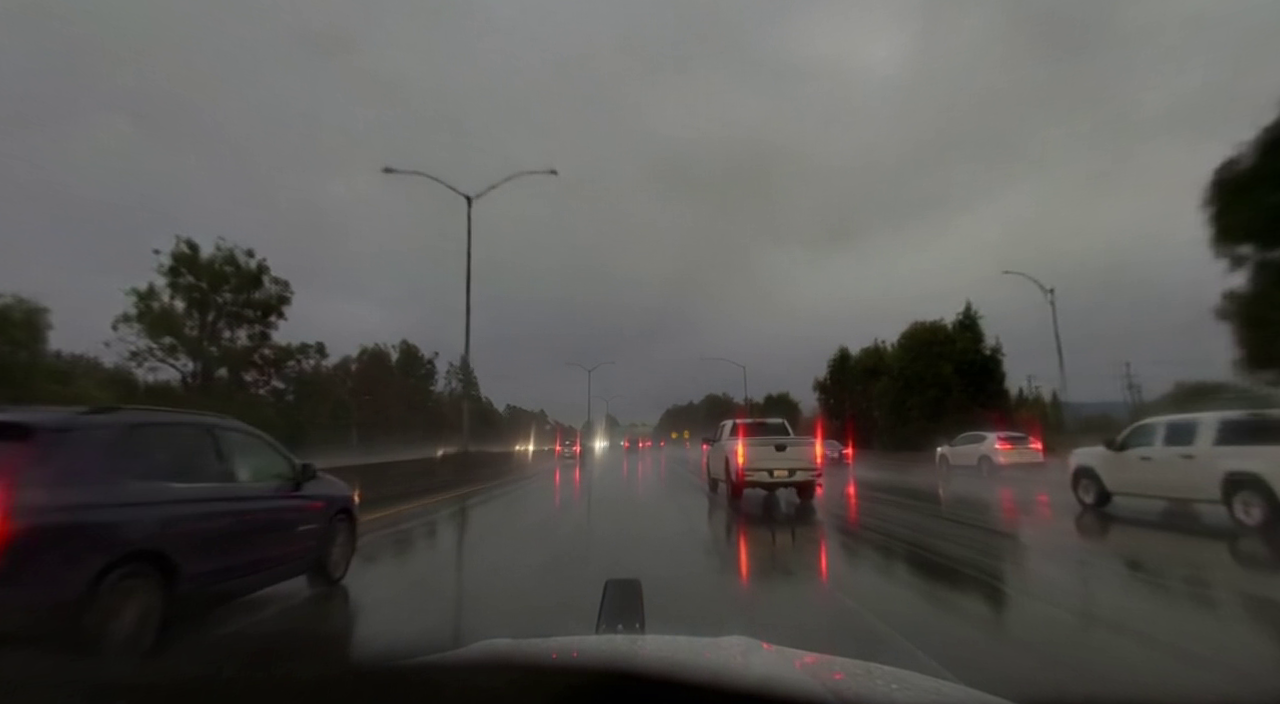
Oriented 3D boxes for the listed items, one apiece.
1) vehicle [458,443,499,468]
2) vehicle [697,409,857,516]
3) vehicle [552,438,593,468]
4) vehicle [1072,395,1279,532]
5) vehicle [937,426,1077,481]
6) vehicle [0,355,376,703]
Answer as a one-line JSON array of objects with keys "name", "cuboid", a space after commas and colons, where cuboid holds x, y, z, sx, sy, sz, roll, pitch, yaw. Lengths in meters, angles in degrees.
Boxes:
[{"name": "vehicle", "cuboid": [-9.133, 5.877, 36.002, 1.426, 1.346, 3.208, 0, -8, 1]}, {"name": "vehicle", "cuboid": [2.685, 2.374, 14.055, 2.200, 1.870, 5.649, 0, -8, -1]}, {"name": "vehicle", "cuboid": [-3.932, 5.993, 37.664, 1.992, 1.651, 4.185, 0, -8, 0]}, {"name": "vehicle", "cuboid": [9.876, 1.764, 10.221, 2.046, 1.873, 5.131, 0, -8, -1]}, {"name": "vehicle", "cuboid": [13.162, 3.678, 23.116, 2.076, 1.799, 4.871, 0, -8, -1]}, {"name": "vehicle", "cuboid": [-3.576, 1.041, 3.771, 2.119, 1.654, 4.353, 0, -8, 0]}]
